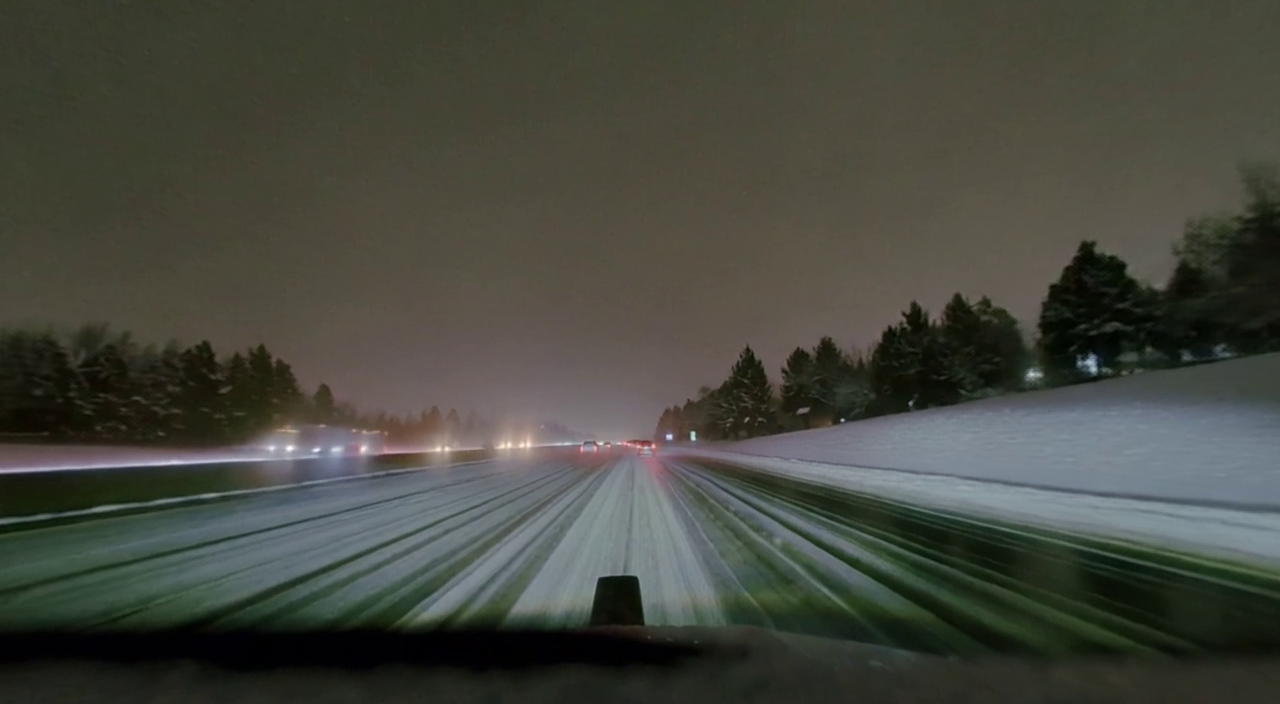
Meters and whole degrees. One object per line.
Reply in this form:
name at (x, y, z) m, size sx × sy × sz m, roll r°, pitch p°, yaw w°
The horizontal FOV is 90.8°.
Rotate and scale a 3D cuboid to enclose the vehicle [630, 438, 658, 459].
vehicle at (0.284, 7.487, 49.027) m, size 2.021 × 1.528 × 4.154 m, roll 0°, pitch -8°, yaw -1°
